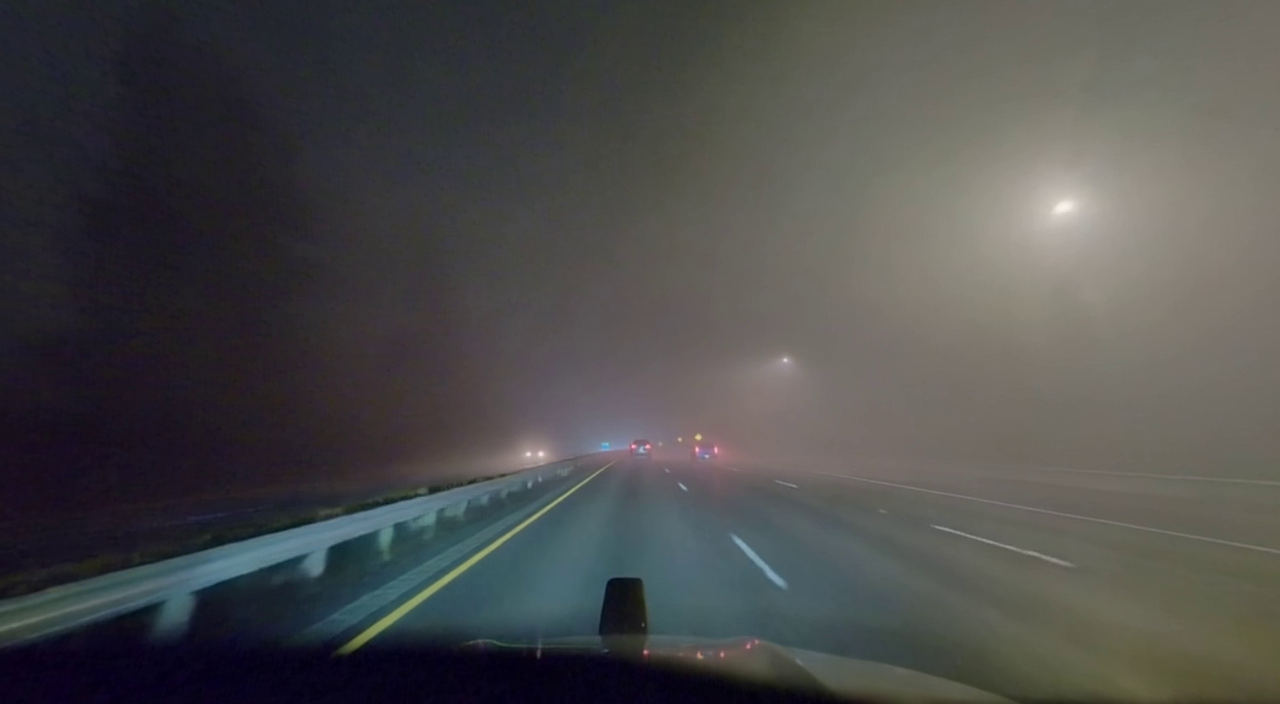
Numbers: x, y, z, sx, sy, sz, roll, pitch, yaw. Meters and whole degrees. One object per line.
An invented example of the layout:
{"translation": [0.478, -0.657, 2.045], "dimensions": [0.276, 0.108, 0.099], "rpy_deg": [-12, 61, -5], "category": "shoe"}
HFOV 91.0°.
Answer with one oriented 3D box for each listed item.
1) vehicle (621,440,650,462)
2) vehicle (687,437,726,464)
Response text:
{"translation": [-0.279, 7.288, 46.504], "dimensions": [2.009, 1.554, 4.013], "rpy_deg": [0, -8, 1], "category": "vehicle"}
{"translation": [4.157, 6.264, 39.993], "dimensions": [2.037, 1.609, 4.036], "rpy_deg": [0, -8, 0], "category": "vehicle"}
